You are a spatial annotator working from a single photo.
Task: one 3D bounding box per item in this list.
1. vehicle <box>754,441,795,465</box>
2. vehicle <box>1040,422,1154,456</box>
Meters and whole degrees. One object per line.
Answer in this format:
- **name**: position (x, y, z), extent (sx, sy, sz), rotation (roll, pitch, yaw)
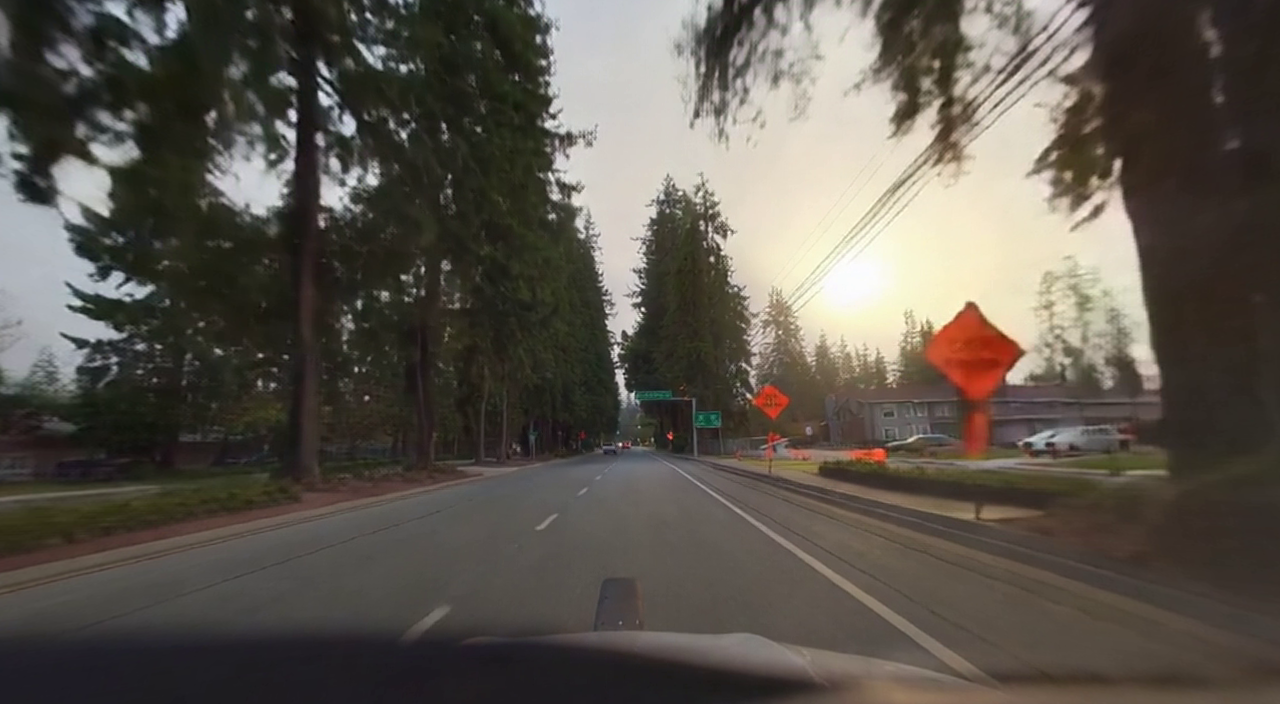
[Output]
- **vehicle**: position (8.500, 6.358, 40.127), extent (1.733, 1.449, 3.764), rotation (0, -8, -1)
- **vehicle**: position (25.502, 4.871, 35.400), extent (4.601, 1.801, 2.122), rotation (0, -8, 2)
